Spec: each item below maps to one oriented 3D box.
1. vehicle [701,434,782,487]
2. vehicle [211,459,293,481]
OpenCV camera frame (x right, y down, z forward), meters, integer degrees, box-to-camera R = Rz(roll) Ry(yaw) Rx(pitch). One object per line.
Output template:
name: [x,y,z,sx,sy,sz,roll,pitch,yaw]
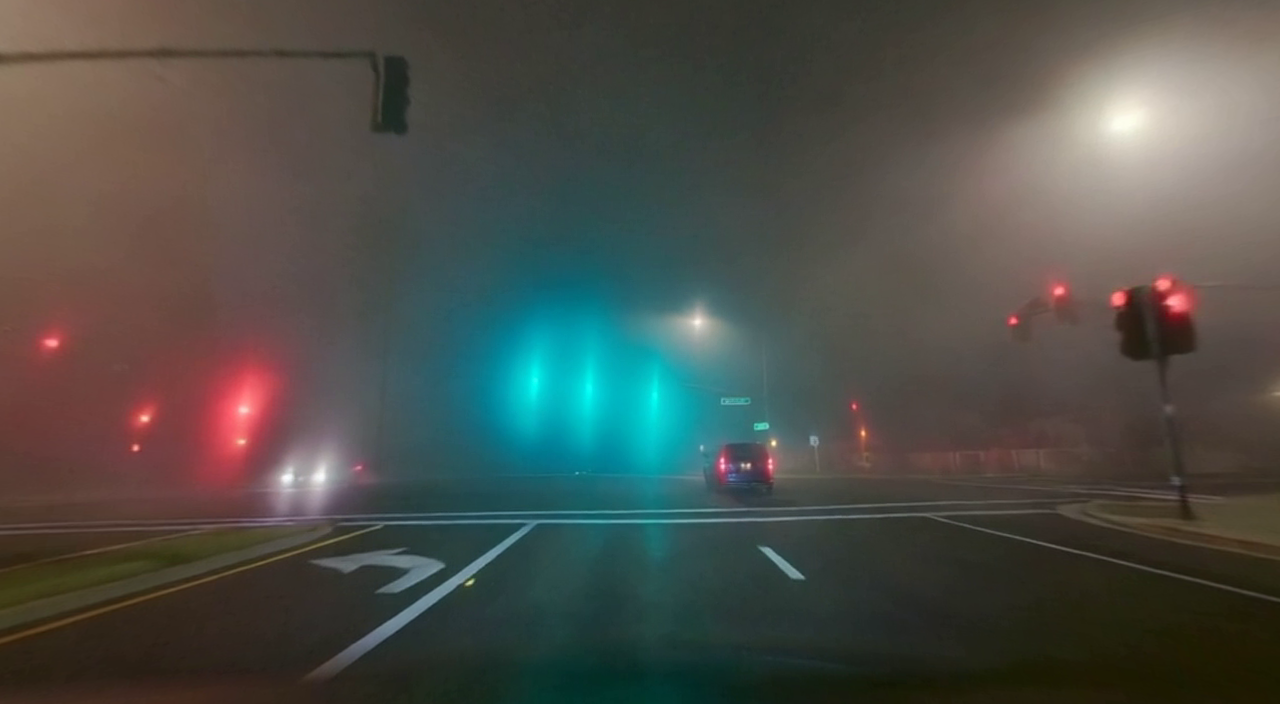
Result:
vehicle: [3.710,4.050,23.918,2.240,1.781,4.433,0,-8,-1]
vehicle: [-27.763,8.423,45.193,4.673,1.465,1.853,0,-8,-1]
